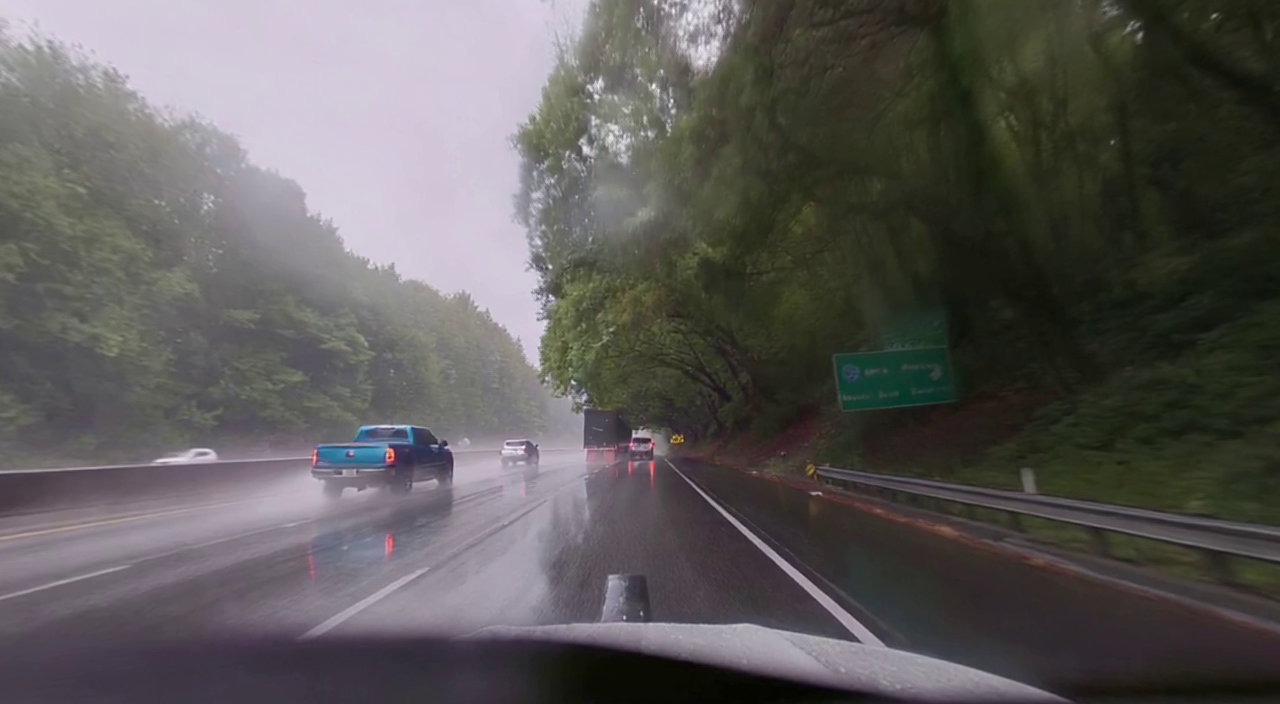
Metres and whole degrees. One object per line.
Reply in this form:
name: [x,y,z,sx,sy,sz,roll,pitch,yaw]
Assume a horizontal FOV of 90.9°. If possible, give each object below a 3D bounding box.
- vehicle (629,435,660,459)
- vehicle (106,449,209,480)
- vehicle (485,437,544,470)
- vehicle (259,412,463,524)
vehicle: [0.303,6.801,45.309,2.072,1.630,4.529,0,-8,0]
vehicle: [-29.658,6.891,39.046,2.067,1.748,5.399,0,-8,1]
vehicle: [-7.246,5.956,37.144,2.258,1.785,5.318,0,-8,1]
vehicle: [-5.405,2.315,13.098,2.149,1.884,4.627,0,-8,-1]
